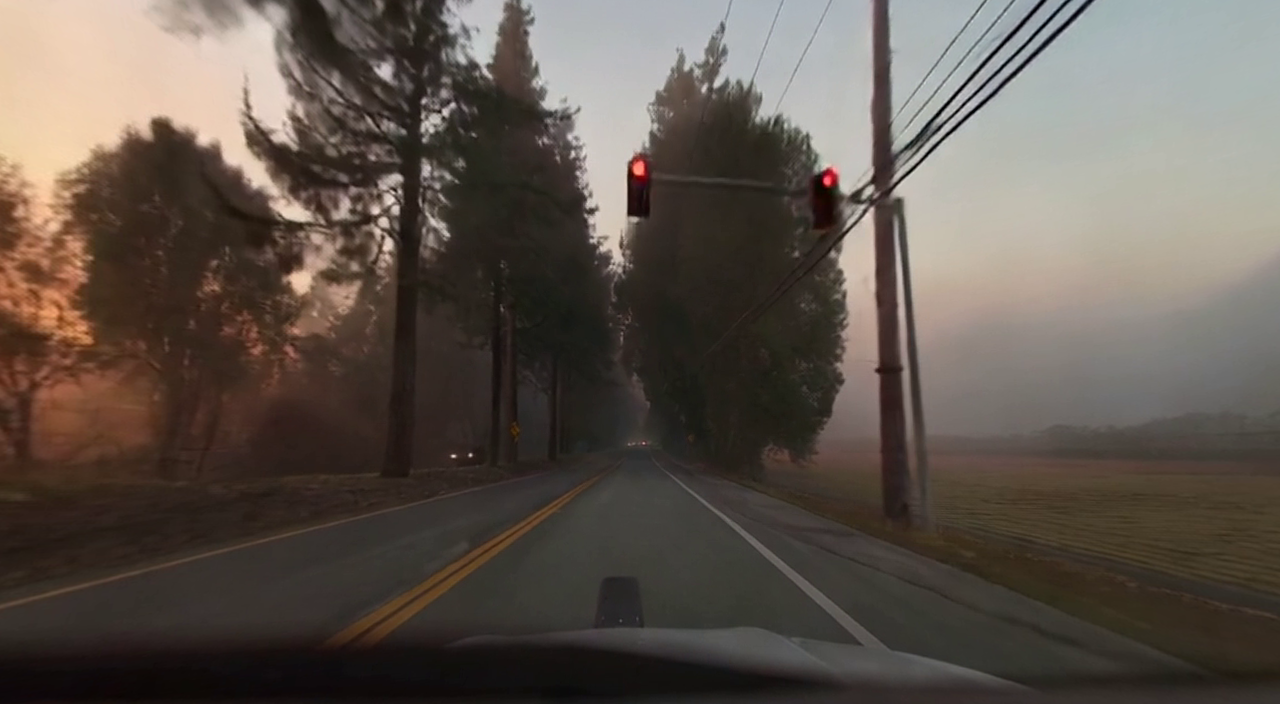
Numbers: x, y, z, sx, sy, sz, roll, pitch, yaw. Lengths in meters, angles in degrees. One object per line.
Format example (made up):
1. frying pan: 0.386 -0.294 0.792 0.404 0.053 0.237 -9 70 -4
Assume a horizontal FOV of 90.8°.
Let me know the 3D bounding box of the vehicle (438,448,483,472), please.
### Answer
1. vehicle: -13.548 8.141 47.863 2.030 1.688 4.527 -1 -9 1
